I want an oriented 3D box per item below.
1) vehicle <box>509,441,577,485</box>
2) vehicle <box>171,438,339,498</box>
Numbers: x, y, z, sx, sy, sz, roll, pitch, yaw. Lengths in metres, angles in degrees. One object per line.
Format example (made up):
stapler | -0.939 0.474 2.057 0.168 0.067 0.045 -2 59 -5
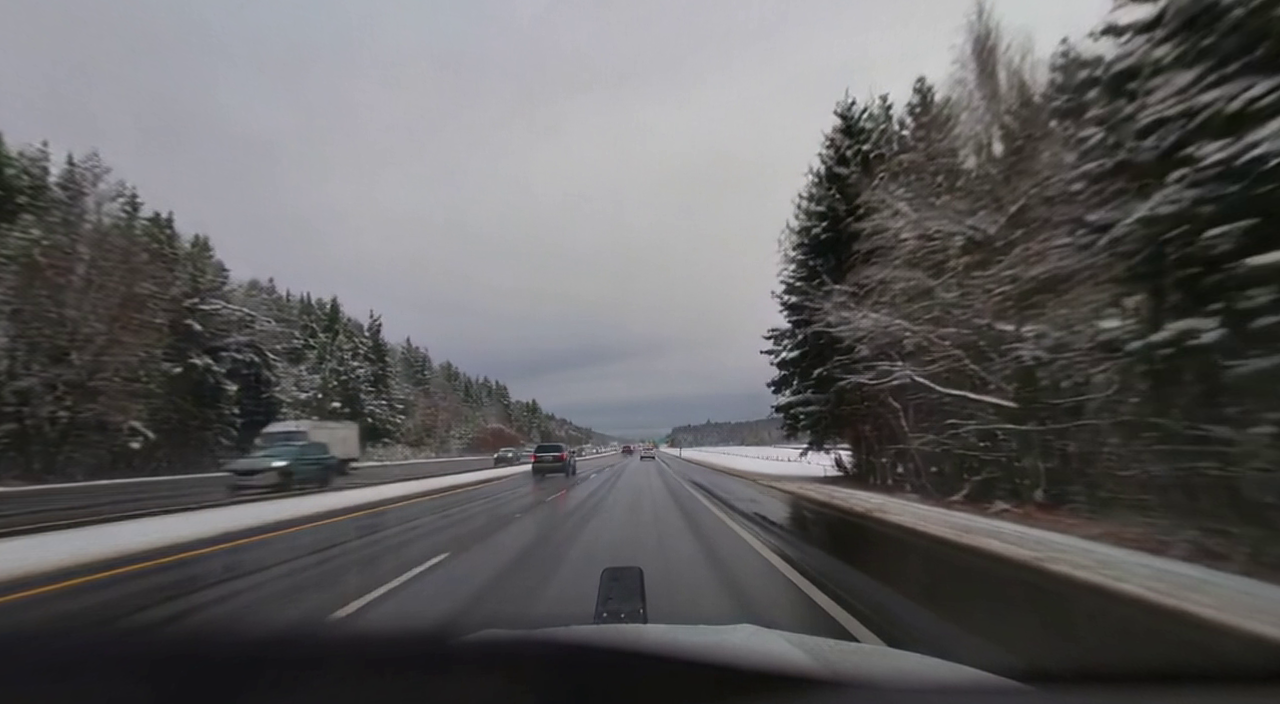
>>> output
vehicle | -3.953 4.621 26.505 2.095 1.664 4.305 0 -9 1
vehicle | -12.877 3.920 21.664 2.276 1.778 5.392 -1 -9 1
